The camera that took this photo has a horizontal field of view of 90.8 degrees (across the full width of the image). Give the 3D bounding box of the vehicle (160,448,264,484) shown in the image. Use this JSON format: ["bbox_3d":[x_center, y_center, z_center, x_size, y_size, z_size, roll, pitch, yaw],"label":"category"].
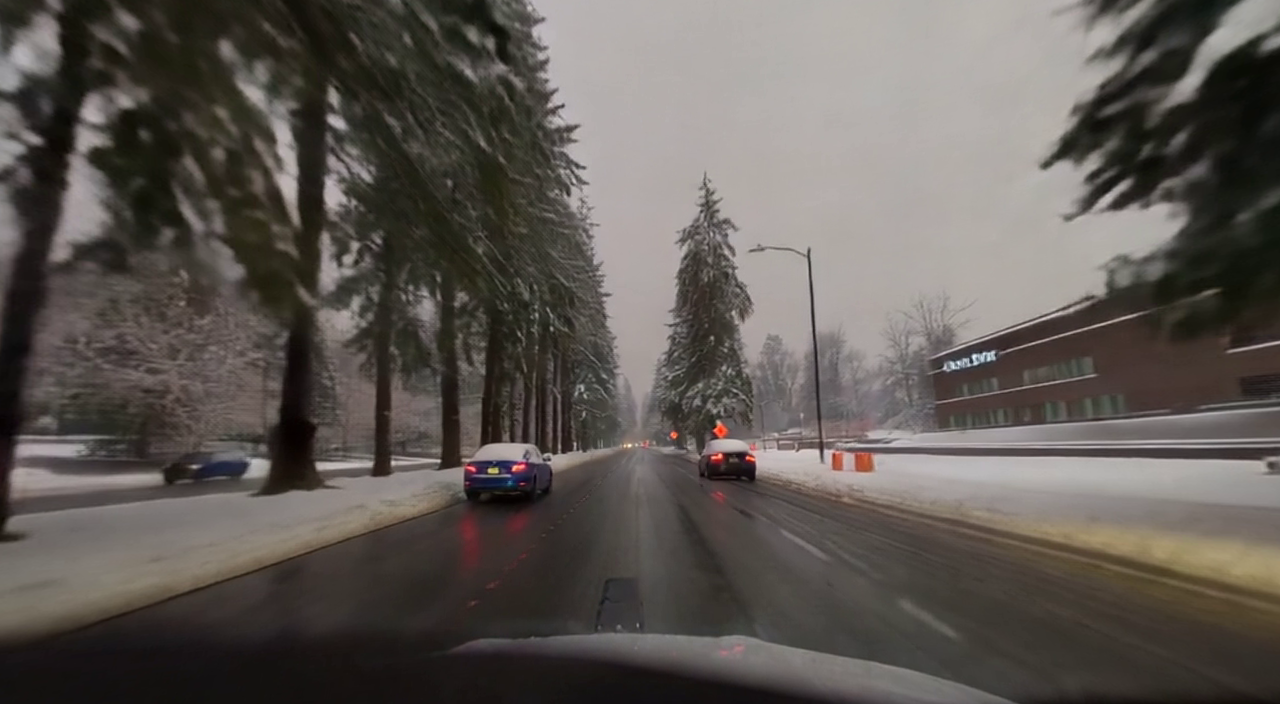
[{"bbox_3d":[-21.521,5.725,32.054,1.958,1.641,4.663,0,-9,1],"label":"vehicle"}]

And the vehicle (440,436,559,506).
[{"bbox_3d":[-3.285,2.876,15.688,2.020,1.474,4.098,0,-9,0],"label":"vehicle"}]

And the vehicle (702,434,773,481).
[{"bbox_3d":[4.023,4.469,27.036,2.159,1.793,4.735,0,-9,-1],"label":"vehicle"}]
